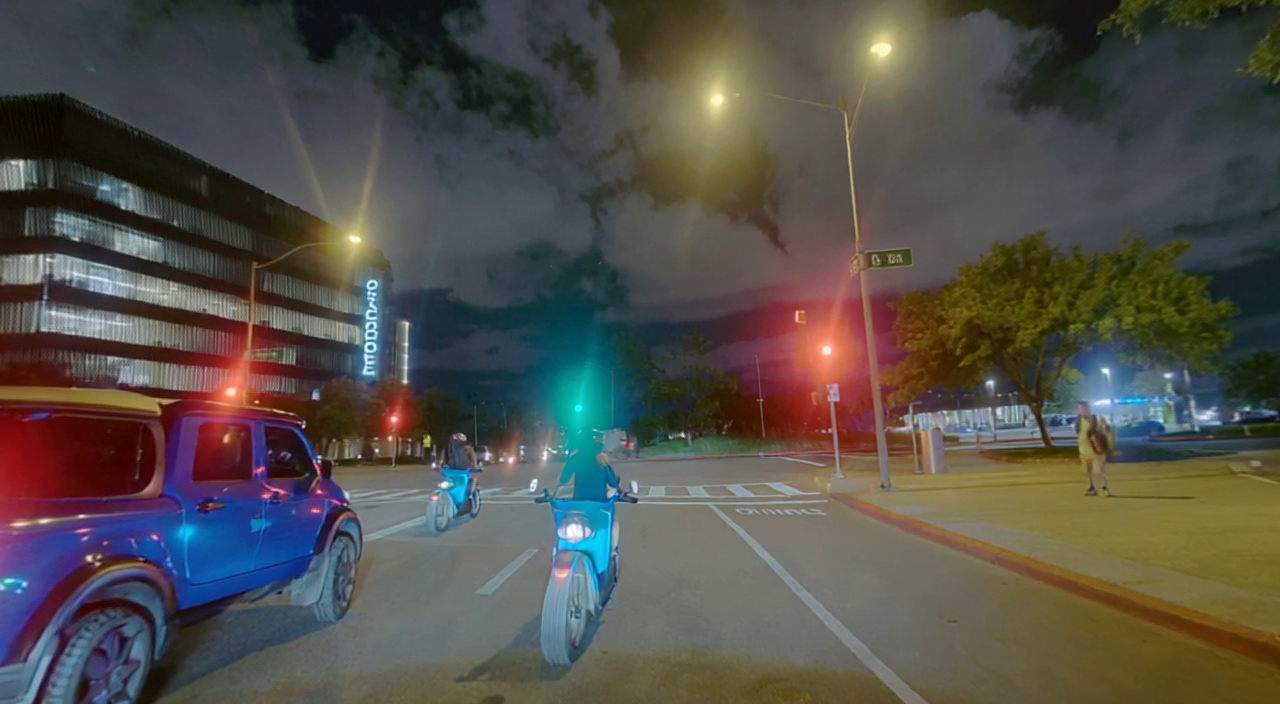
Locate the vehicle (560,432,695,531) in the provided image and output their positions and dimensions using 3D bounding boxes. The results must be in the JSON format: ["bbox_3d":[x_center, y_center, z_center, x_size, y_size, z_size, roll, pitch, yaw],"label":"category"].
[{"bbox_3d":[-0.158,2.256,11.534,2.025,1.458,4.085,0,-8,1],"label":"vehicle"}]

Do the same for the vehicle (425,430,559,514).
[{"bbox_3d":[-3.180,2.656,14.393,1.935,1.615,4.073,-1,-8,2],"label":"vehicle"}]

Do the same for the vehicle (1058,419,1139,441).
[{"bbox_3d":[30.729,5.269,42.101,1.751,1.420,4.027,8,-12,-43],"label":"vehicle"}]

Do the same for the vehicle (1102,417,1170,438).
[{"bbox_3d":[36.761,5.606,46.567,1.625,1.449,3.557,6,-11,-38],"label":"vehicle"}]

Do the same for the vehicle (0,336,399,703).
[{"bbox_3d":[-3.608,1.130,4.442,2.000,1.809,4.405,0,-8,0],"label":"vehicle"}]
